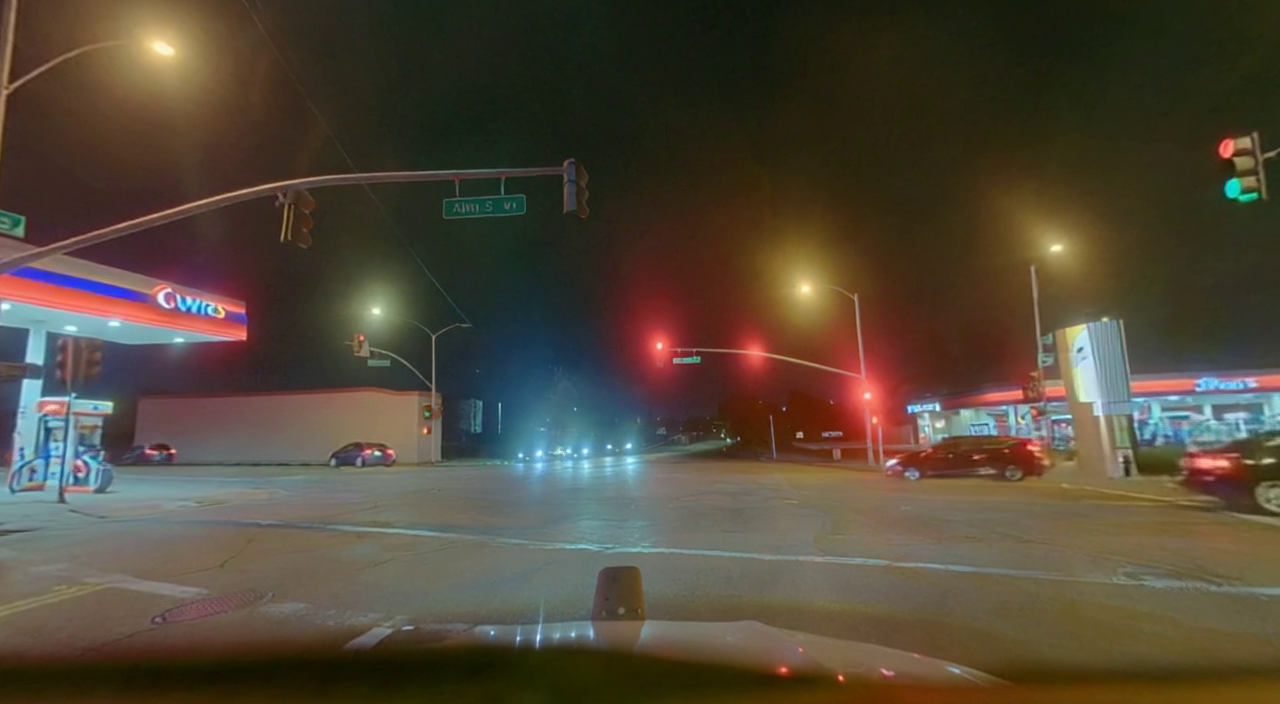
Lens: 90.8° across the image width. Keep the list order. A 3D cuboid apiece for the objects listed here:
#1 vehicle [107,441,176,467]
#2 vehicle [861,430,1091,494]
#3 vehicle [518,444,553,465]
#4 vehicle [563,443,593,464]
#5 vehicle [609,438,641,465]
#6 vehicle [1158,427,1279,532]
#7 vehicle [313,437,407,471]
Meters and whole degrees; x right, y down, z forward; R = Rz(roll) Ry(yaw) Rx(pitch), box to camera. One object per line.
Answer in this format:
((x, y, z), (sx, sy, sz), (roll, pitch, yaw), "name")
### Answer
((-34.203, 6.986, 43.346), (4.562, 1.676, 1.819), (-5, -9, 27), "vehicle")
((8.391, 2.792, 16.165), (4.681, 1.495, 2.096), (0, -8, 0), "vehicle")
((-7.923, 7.805, 48.112), (2.079, 1.491, 4.045), (0, -8, -1), "vehicle")
((-4.596, 7.586, 47.334), (2.003, 1.481, 4.091), (0, -8, -3), "vehicle")
((-1.127, 7.076, 45.143), (2.083, 1.764, 5.011), (0, -8, -3), "vehicle")
((10.775, 1.814, 9.116), (4.670, 1.458, 1.959), (-5, -9, 27), "vehicle")
((-14.587, 5.306, 32.884), (4.568, 1.643, 1.911), (-5, -9, 27), "vehicle")
